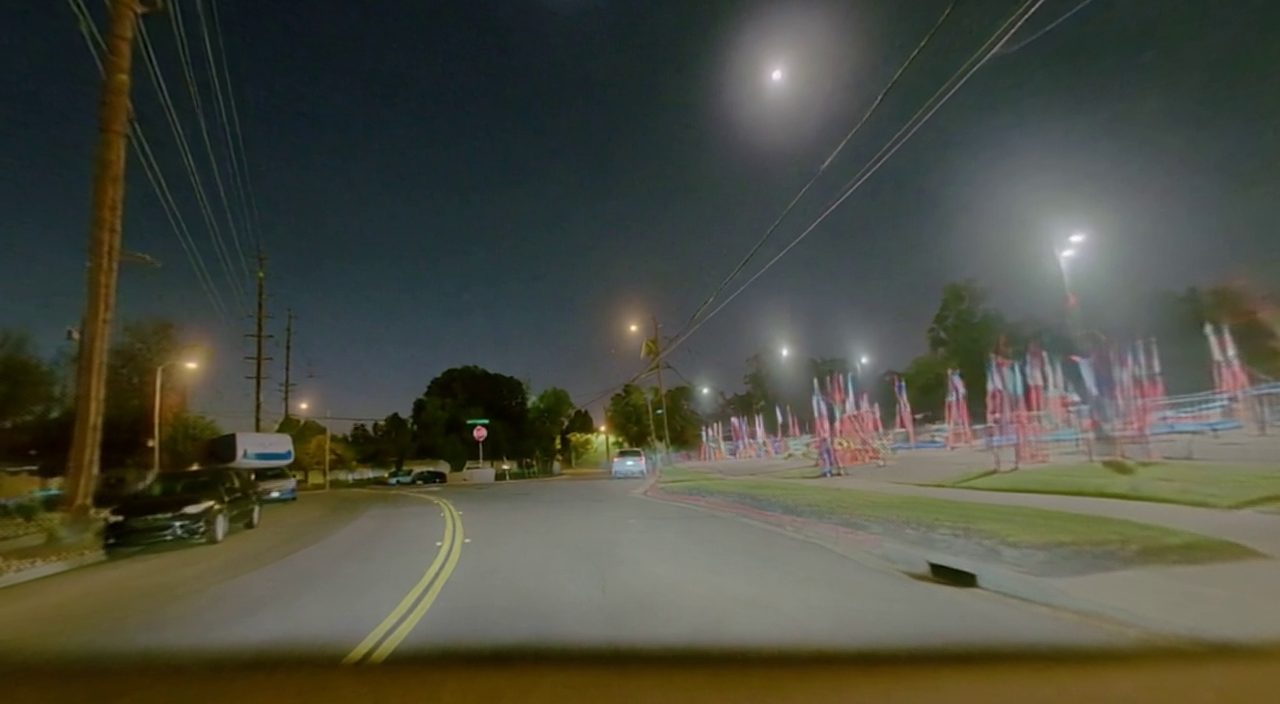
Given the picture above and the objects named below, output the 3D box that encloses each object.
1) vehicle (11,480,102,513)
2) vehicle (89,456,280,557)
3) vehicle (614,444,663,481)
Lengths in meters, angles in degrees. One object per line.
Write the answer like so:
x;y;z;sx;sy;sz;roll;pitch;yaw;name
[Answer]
-42.973;10.589;46.508;5.757;2.044;2.213;-3;-8;18;vehicle
-9.159;3.034;13.213;2.085;1.545;4.340;2;-8;-20;vehicle
-0.190;6.501;37.692;2.508;1.887;5.930;0;-8;-4;vehicle
